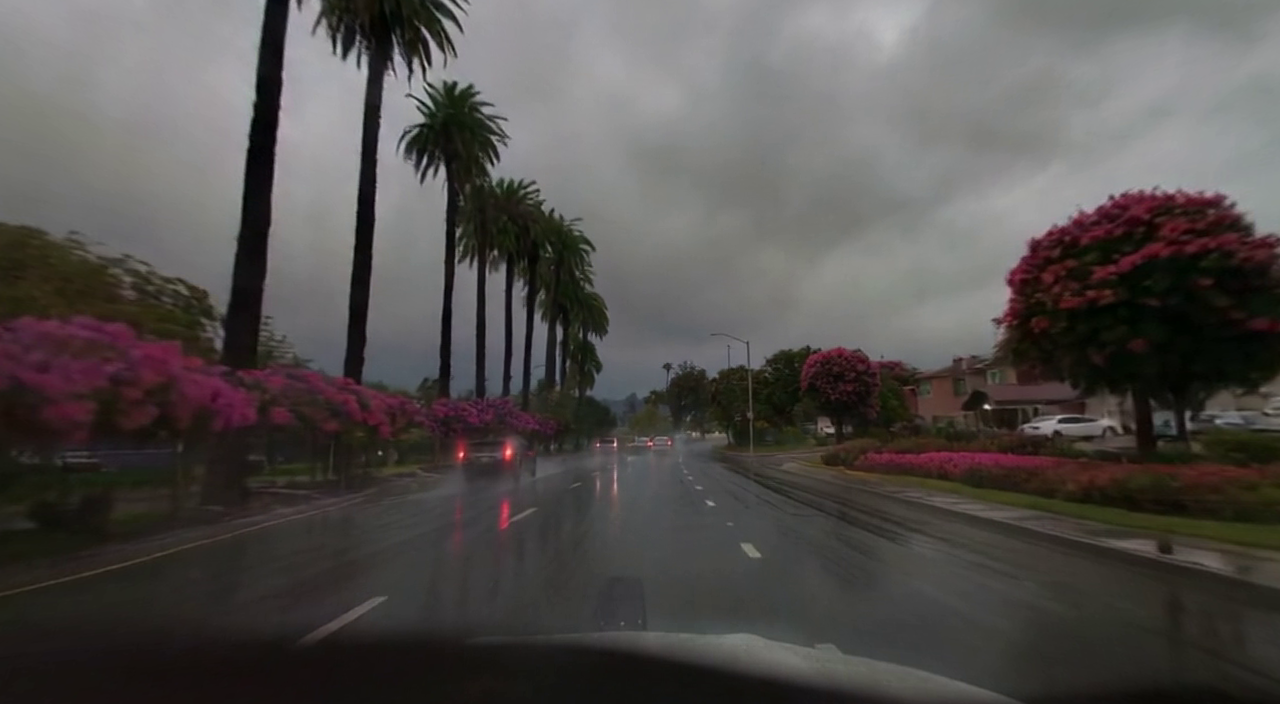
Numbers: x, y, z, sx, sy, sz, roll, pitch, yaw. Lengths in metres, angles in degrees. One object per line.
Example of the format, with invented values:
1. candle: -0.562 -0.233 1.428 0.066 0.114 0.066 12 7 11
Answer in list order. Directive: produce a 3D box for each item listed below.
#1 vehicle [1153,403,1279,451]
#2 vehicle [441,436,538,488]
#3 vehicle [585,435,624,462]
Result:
1. vehicle: 21.459 2.692 22.420 4.366 1.617 2.096 0 -8 0
2. vehicle: -4.625 3.444 20.020 2.036 1.478 4.508 0 -8 -1
3. vehicle: -2.437 6.860 44.740 2.188 1.819 4.667 -1 -8 4
